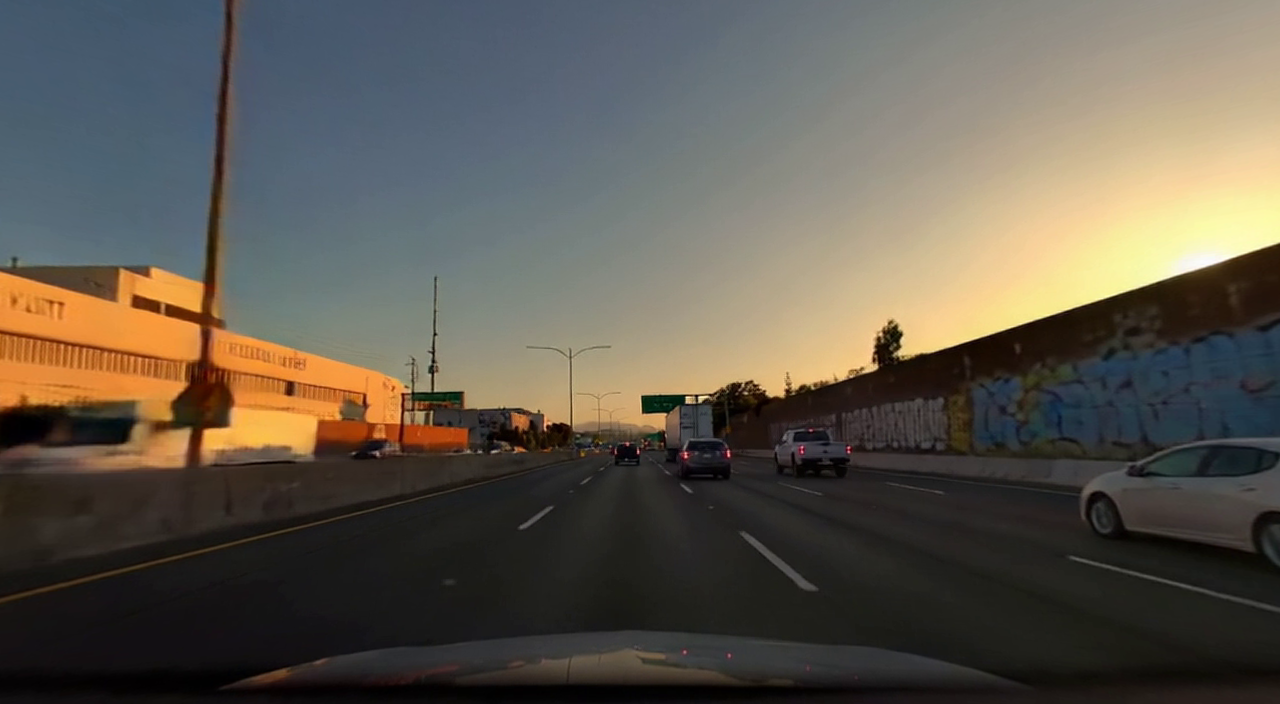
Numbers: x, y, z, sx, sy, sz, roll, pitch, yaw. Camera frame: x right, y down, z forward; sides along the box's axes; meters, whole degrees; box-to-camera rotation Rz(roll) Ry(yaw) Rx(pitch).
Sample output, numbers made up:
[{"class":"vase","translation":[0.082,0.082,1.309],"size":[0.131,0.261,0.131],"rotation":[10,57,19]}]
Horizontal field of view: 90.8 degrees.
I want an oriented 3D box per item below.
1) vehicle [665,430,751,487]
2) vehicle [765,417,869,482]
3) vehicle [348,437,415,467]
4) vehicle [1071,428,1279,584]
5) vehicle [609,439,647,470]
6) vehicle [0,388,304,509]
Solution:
[{"class":"vehicle","translation":[2.317,3.848,23.129],"size":[2.249,1.843,5.176],"rotation":[0,-9,-4]},{"class":"vehicle","translation":[7.086,4.042,26.290],"size":[2.322,2.360,6.433],"rotation":[0,-9,-1]},{"class":"vehicle","translation":[-17.457,6.769,43.018],"size":[2.272,1.893,5.579],"rotation":[0,-9,-1]},{"class":"vehicle","translation":[7.083,1.543,6.497],"size":[1.915,1.476,4.677],"rotation":[0,-9,-1]},{"class":"vehicle","translation":[-0.711,5.931,36.683],"size":[2.073,1.640,3.990],"rotation":[0,-9,-1]},{"class":"vehicle","translation":[-13.893,2.906,19.109],"size":[2.889,2.851,8.281],"rotation":[0,-9,0]}]
